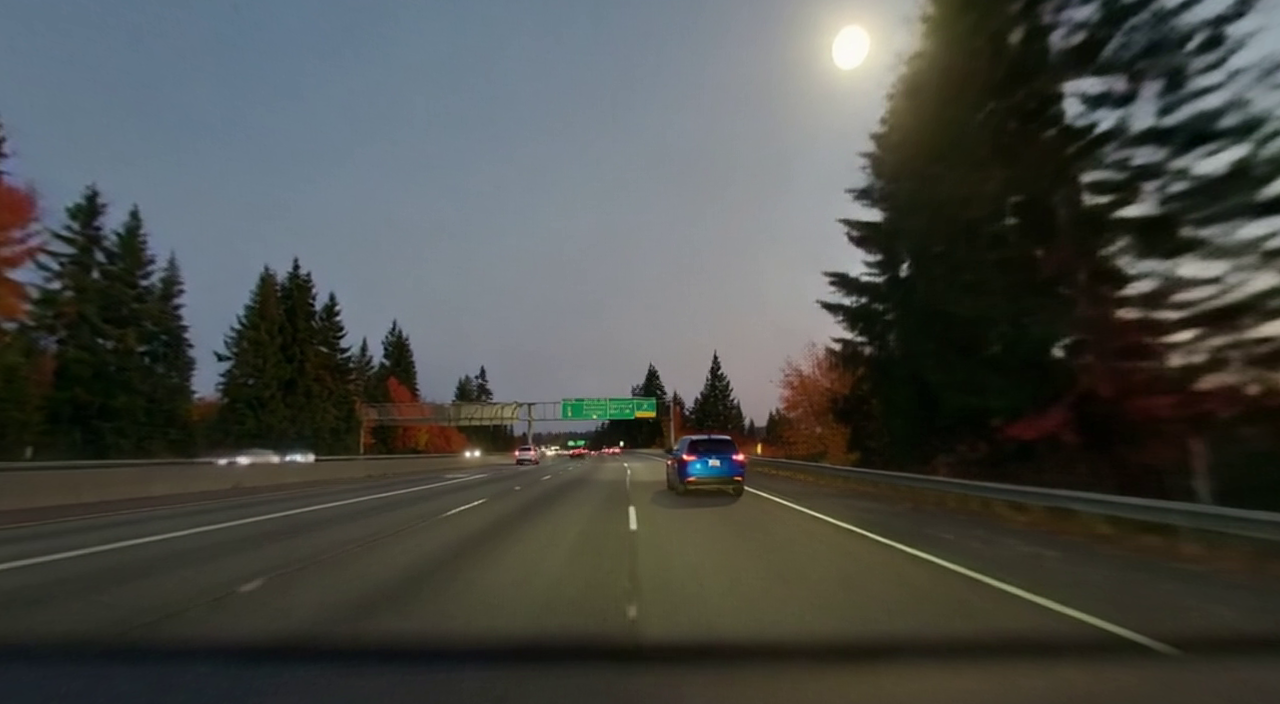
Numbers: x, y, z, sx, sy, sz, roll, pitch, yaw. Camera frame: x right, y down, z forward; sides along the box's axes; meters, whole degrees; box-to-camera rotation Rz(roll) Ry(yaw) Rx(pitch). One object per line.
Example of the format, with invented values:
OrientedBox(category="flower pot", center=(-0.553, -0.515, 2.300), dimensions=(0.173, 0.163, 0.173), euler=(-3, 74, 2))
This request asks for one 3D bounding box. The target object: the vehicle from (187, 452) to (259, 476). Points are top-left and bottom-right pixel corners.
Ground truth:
OrientedBox(category="vehicle", center=(-27.466, 7.358, 41.668), dimensions=(1.772, 1.455, 4.383), euler=(0, -8, -1))

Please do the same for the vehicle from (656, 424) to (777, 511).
OrientedBox(category="vehicle", center=(1.581, 2.614, 14.724), dimensions=(2.120, 1.706, 4.226), euler=(1, -8, -2))
